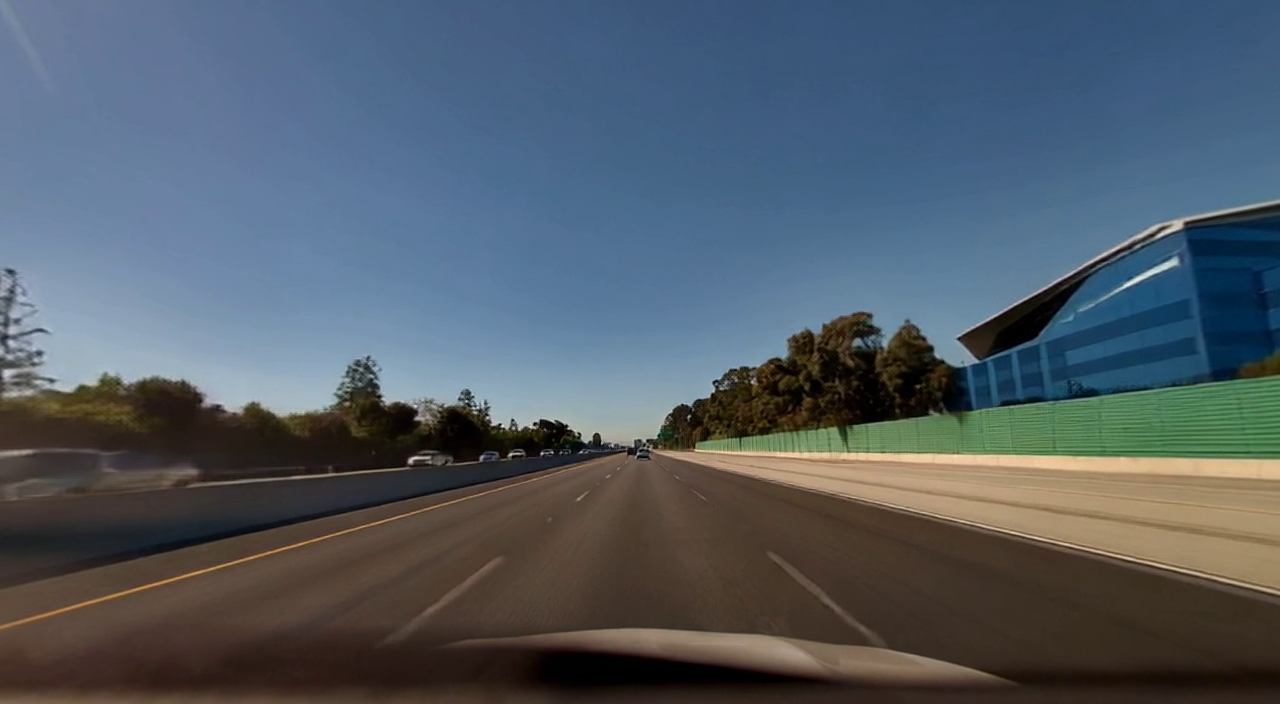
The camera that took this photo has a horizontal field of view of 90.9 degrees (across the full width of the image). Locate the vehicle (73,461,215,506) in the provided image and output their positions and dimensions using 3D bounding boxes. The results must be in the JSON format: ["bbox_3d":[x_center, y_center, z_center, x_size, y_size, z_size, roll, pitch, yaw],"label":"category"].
[{"bbox_3d":[-20.032,5.284,25.774,1.855,1.575,4.800,0,-9,0],"label":"vehicle"}]

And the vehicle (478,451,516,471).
[{"bbox_3d":[-11.039,8.386,48.751,1.902,1.426,4.345,0,-9,0],"label":"vehicle"}]

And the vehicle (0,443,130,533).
[{"bbox_3d":[-11.439,2.261,10.522,1.974,1.445,4.605,0,-9,0],"label":"vehicle"}]

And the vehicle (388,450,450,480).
[{"bbox_3d":[-11.937,6.137,34.382,1.863,1.492,4.026,0,-9,1],"label":"vehicle"}]
